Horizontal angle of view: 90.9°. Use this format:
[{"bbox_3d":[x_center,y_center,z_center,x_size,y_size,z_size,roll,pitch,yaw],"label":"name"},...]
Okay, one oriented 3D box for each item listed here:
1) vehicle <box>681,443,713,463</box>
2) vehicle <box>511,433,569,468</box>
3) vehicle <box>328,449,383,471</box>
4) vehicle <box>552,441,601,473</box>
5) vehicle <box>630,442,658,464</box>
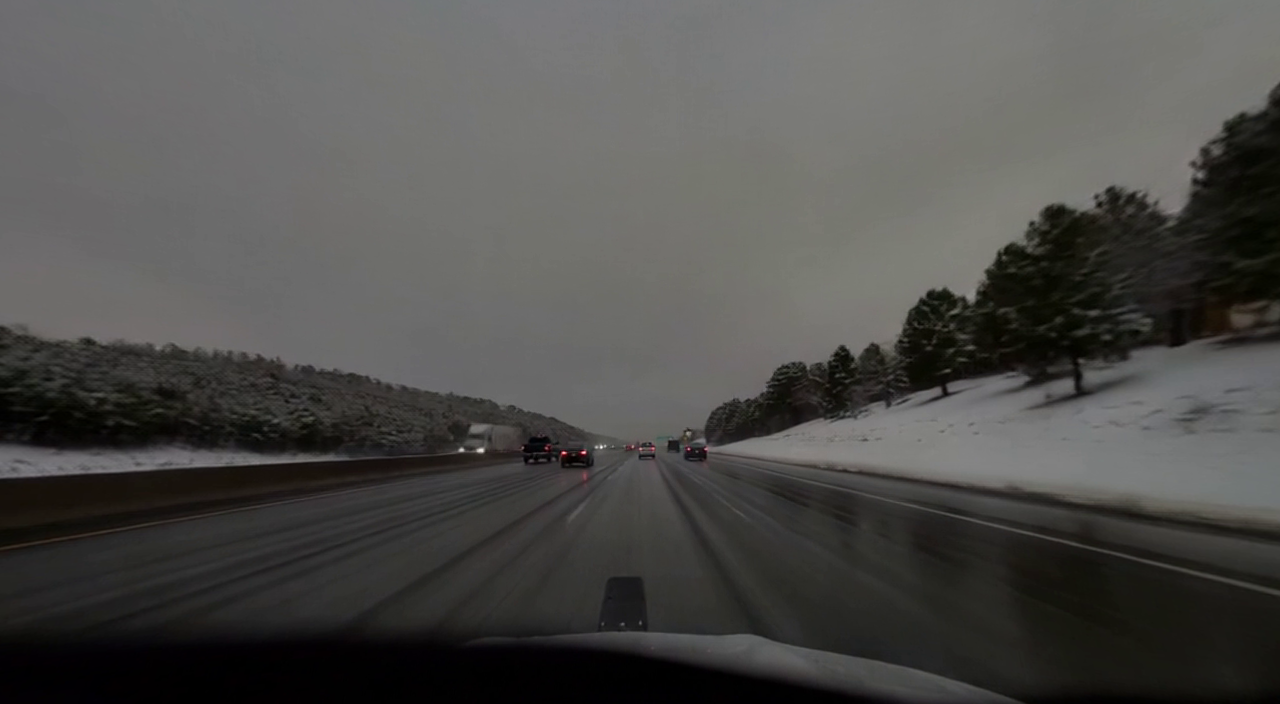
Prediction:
[{"bbox_3d":[4.390,7.899,49.439,2.027,1.525,4.348,0,-8,-1],"label":"vehicle"},{"bbox_3d":[-6.342,6.379,40.871,2.589,2.063,6.206,0,-8,1],"label":"vehicle"},{"bbox_3d":[-21.099,8.001,46.950,1.846,1.471,4.747,0,-8,1],"label":"vehicle"},{"bbox_3d":[-3.296,5.568,33.733,2.091,1.552,4.516,0,-8,1],"label":"vehicle"},{"bbox_3d":[0.273,7.635,47.905,2.031,1.566,3.904,0,-8,0],"label":"vehicle"}]
